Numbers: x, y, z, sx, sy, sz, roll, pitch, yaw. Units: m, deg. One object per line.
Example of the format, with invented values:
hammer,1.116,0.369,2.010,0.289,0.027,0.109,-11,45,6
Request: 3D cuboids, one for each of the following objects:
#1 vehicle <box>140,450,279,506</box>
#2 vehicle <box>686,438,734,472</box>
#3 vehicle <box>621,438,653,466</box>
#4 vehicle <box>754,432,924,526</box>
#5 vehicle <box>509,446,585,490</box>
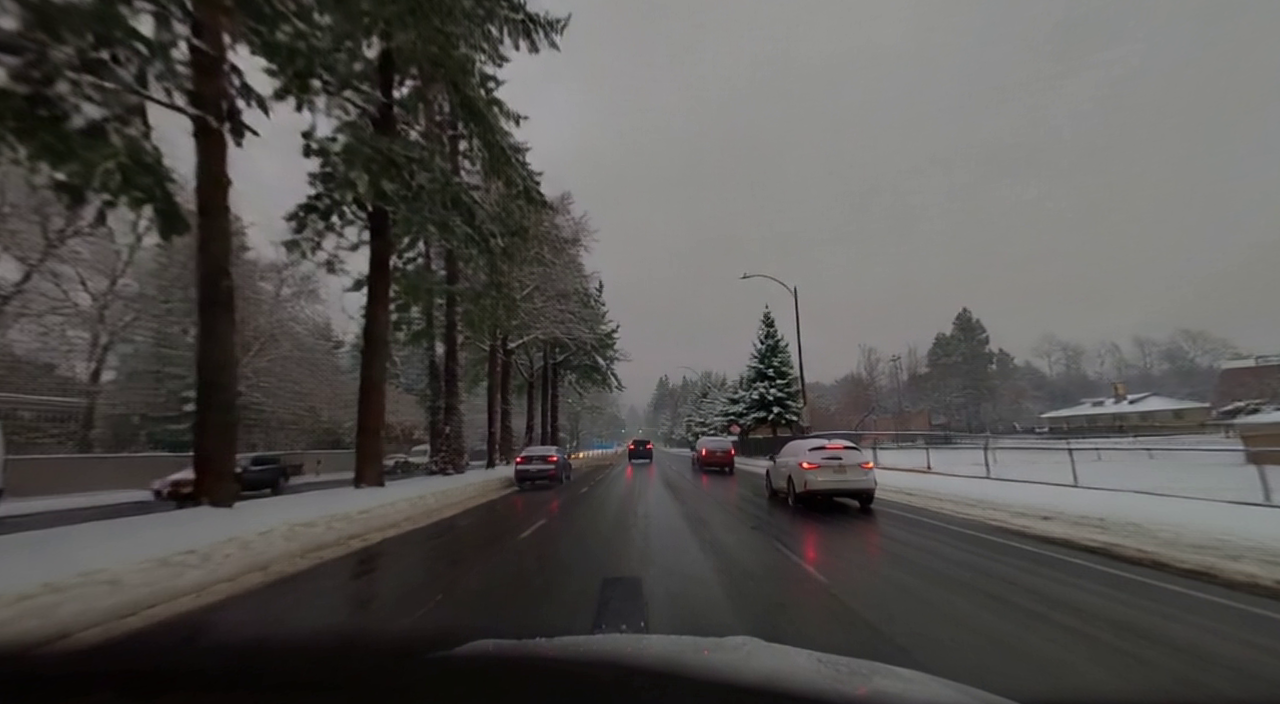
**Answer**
vehicle,-16.449,4.791,24.476,2.011,1.892,4.711,0,-8,0
vehicle,3.735,5.549,34.255,1.980,1.709,4.367,0,-8,-1
vehicle,-0.231,7.269,46.032,2.247,1.882,4.603,0,-8,-1
vehicle,3.578,2.353,12.271,1.919,1.502,4.232,0,-8,0
vehicle,-3.107,3.947,21.832,2.013,1.354,3.908,0,-8,0
